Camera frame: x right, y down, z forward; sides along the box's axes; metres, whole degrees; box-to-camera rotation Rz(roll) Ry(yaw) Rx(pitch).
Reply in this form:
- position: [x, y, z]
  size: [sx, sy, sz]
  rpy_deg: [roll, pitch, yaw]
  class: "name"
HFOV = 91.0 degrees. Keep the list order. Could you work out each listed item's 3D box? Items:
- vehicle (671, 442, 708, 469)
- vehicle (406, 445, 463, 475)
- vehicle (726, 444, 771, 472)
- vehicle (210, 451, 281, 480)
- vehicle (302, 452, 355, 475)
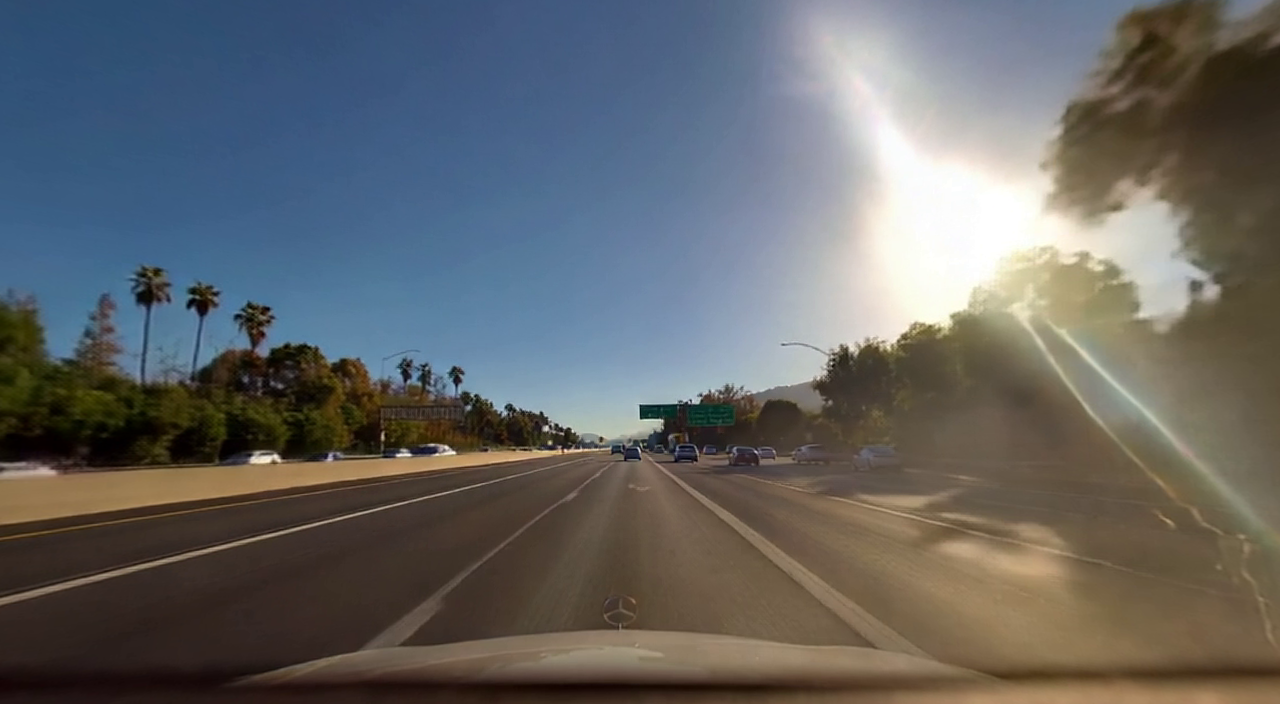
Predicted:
- position: [3.193, 6.818, 41.556]
  size: [2.035, 1.704, 3.867]
  rpy_deg: [0, -8, -2]
  class: "vehicle"
- position: [-12.804, 6.728, 39.544]
  size: [2.032, 1.779, 4.704]
  rpy_deg: [0, -8, 0]
  class: "vehicle"
- position: [6.721, 6.582, 39.461]
  size: [1.902, 1.623, 4.360]
  rpy_deg: [0, -8, -2]
  class: "vehicle"
- position: [-27.862, 8.004, 44.662]
  size: [1.972, 1.874, 4.694]
  rpy_deg: [0, -8, -1]
  class: "vehicle"
- position: [-23.973, 8.592, 48.627]
  size: [1.844, 1.634, 4.487]
  rpy_deg: [0, -8, 0]
  class: "vehicle"
